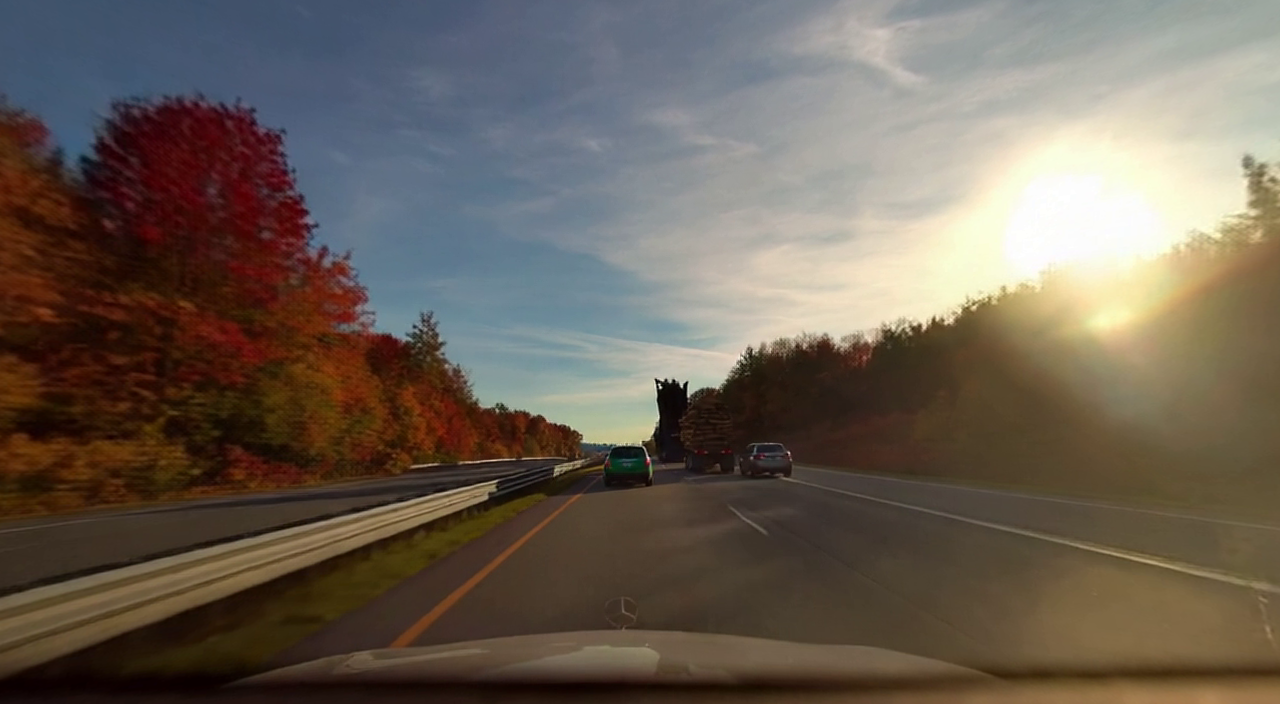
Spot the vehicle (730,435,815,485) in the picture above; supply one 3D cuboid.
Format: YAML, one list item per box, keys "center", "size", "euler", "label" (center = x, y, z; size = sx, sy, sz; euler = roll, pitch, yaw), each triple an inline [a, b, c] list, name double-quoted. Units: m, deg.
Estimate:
- center: [4.767, 3.966, 23.304]
  size: [2.057, 1.660, 4.525]
  euler: [0, -9, -1]
  label: "vehicle"

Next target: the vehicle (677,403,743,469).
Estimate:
- center: [4.446, 5.638, 41.695]
  size: [3.125, 3.895, 8.461]
  euler: [0, -9, -2]
  label: "vehicle"

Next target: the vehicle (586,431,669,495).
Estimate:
- center: [-0.360, 3.351, 19.199]
  size: [2.263, 1.699, 3.936]
  euler: [0, -9, 0]
  label: "vehicle"
